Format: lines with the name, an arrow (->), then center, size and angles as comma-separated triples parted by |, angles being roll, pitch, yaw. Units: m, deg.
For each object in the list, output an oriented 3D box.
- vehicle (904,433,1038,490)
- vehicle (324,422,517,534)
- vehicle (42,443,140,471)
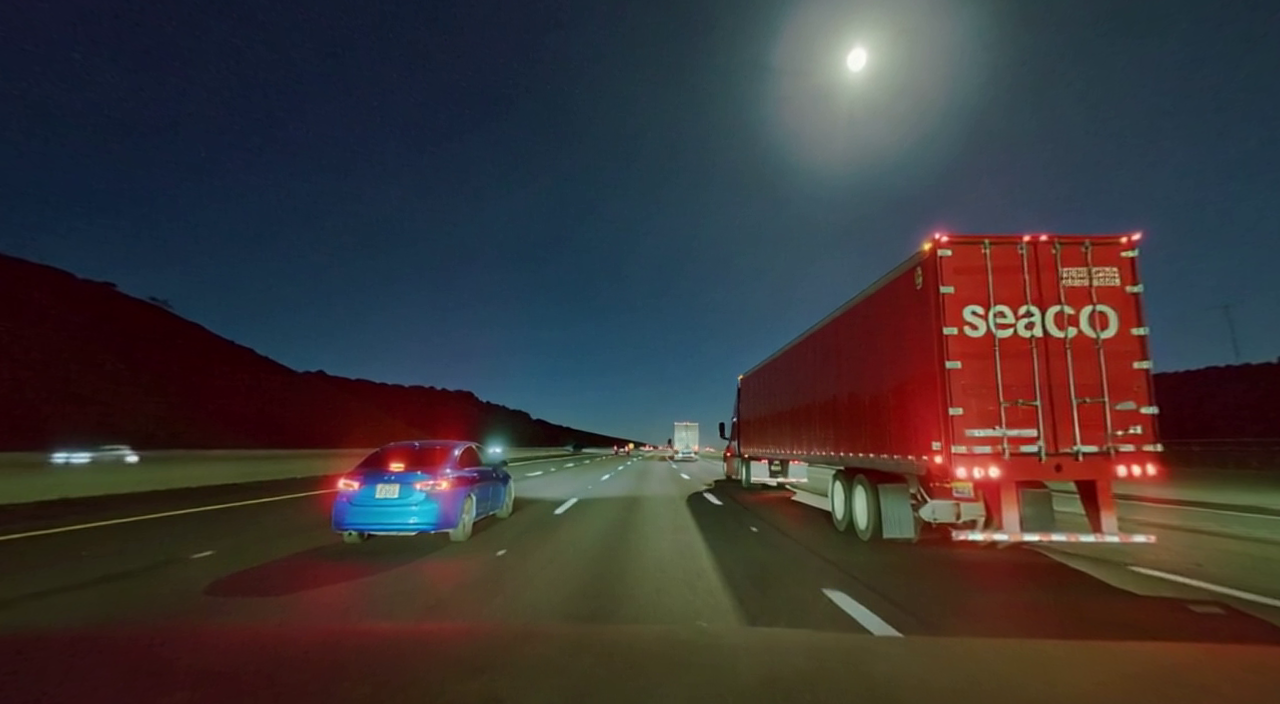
vehicle -> 11.145, 3.701, 21.601 | 2.062, 1.736, 4.589 | 0, -9, 0
vehicle -> -3.595, 2.136, 11.155 | 1.967, 1.615, 3.886 | 0, -8, 1
vehicle -> -33.462, 6.381, 38.447 | 1.925, 1.605, 4.404 | 0, -9, 2
